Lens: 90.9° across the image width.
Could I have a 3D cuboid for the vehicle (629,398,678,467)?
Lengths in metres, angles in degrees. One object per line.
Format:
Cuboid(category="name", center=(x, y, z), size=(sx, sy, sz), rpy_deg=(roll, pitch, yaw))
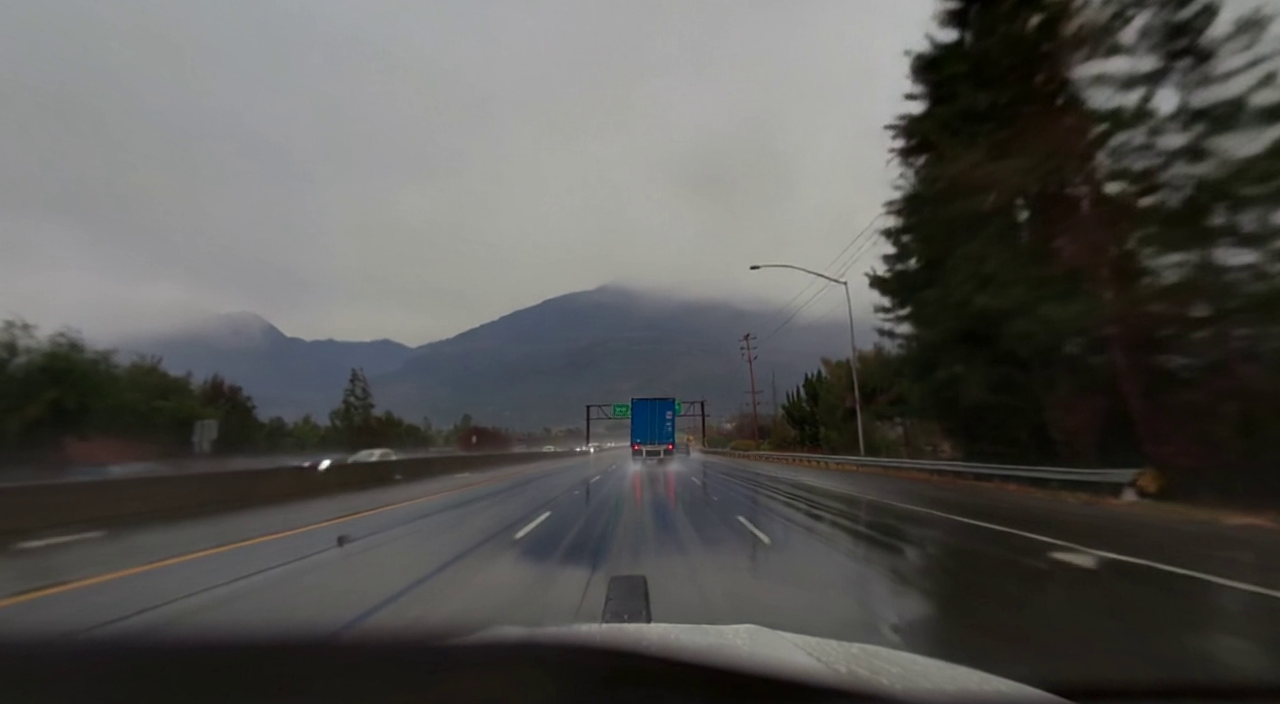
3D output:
Cuboid(category="vehicle", center=(0.769, 5.636, 43.277), size=(2.919, 4.101, 11.541), rpy_deg=(0, -8, 0))
